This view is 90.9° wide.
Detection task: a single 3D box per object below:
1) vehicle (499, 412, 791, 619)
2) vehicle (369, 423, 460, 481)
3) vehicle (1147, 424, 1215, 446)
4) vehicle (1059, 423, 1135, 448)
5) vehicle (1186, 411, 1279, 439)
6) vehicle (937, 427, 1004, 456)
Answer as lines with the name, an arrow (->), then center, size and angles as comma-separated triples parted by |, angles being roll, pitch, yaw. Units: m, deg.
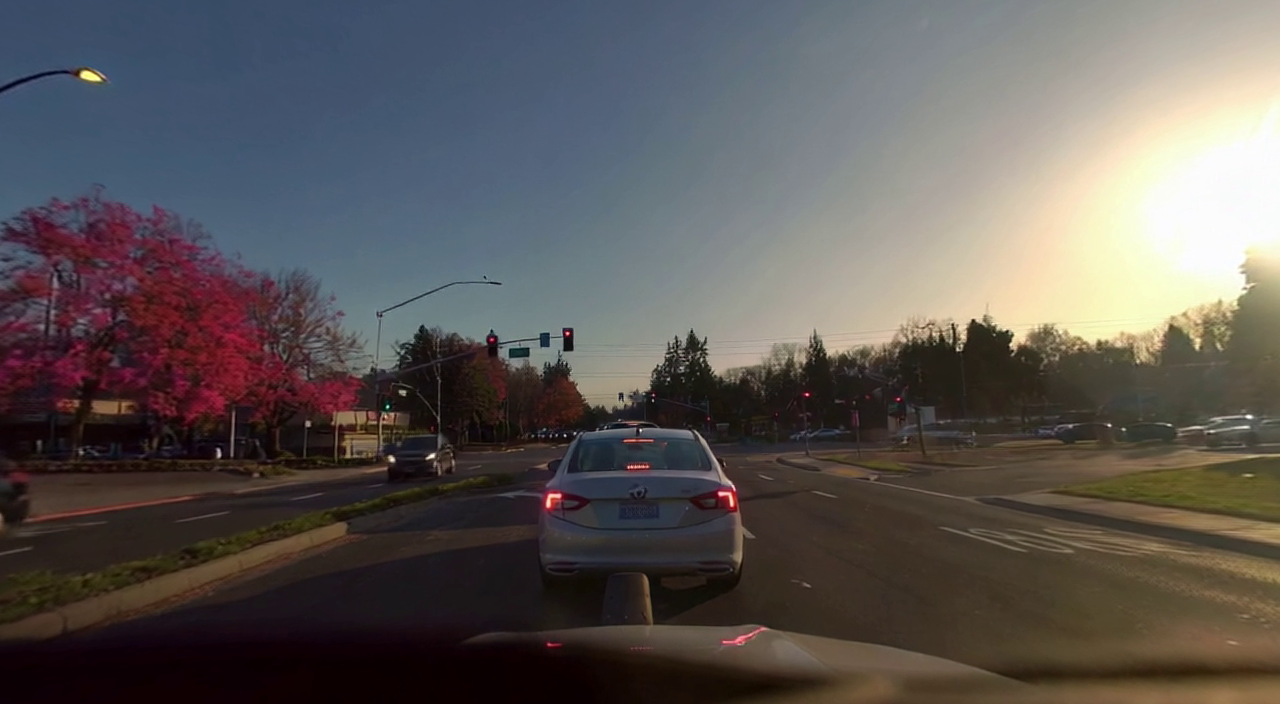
vehicle -> 0.011, 1.482, 6.666 | 2.112, 1.482, 4.057 | 0, -8, -1
vehicle -> -8.936, 4.001, 25.553 | 2.378, 2.084, 5.225 | 1, -8, -8
vehicle -> 41.104, 6.317, 47.906 | 3.573, 1.432, 1.604 | -3, -7, 2
vehicle -> 34.756, 6.389, 48.038 | 4.294, 1.557, 1.744 | -4, -7, 1
vehicle -> 36.315, 4.550, 38.620 | 1.848, 1.581, 4.475 | 0, -8, 3
vehicle -> 18.377, 4.960, 34.983 | 2.053, 1.495, 4.091 | -8, -12, 44
